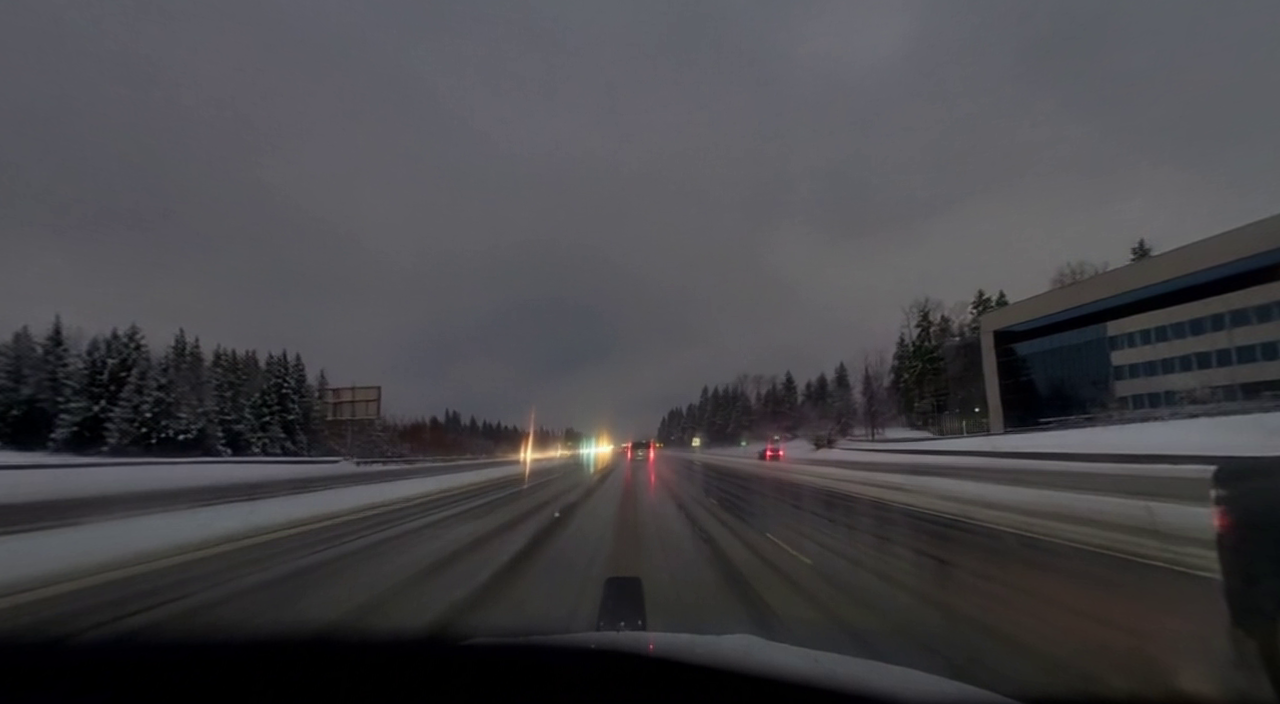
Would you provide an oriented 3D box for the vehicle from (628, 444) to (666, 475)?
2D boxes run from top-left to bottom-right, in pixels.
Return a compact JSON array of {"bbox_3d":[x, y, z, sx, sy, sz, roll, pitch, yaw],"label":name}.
[{"bbox_3d":[0.408,6.080,35.860,2.015,1.639,4.086,0,-9,1],"label":"vehicle"}]

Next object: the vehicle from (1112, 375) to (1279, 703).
[{"bbox_3d":[3.801,0.641,1.060,2.008,1.595,5.082,0,-9,-1],"label":"vehicle"}]
